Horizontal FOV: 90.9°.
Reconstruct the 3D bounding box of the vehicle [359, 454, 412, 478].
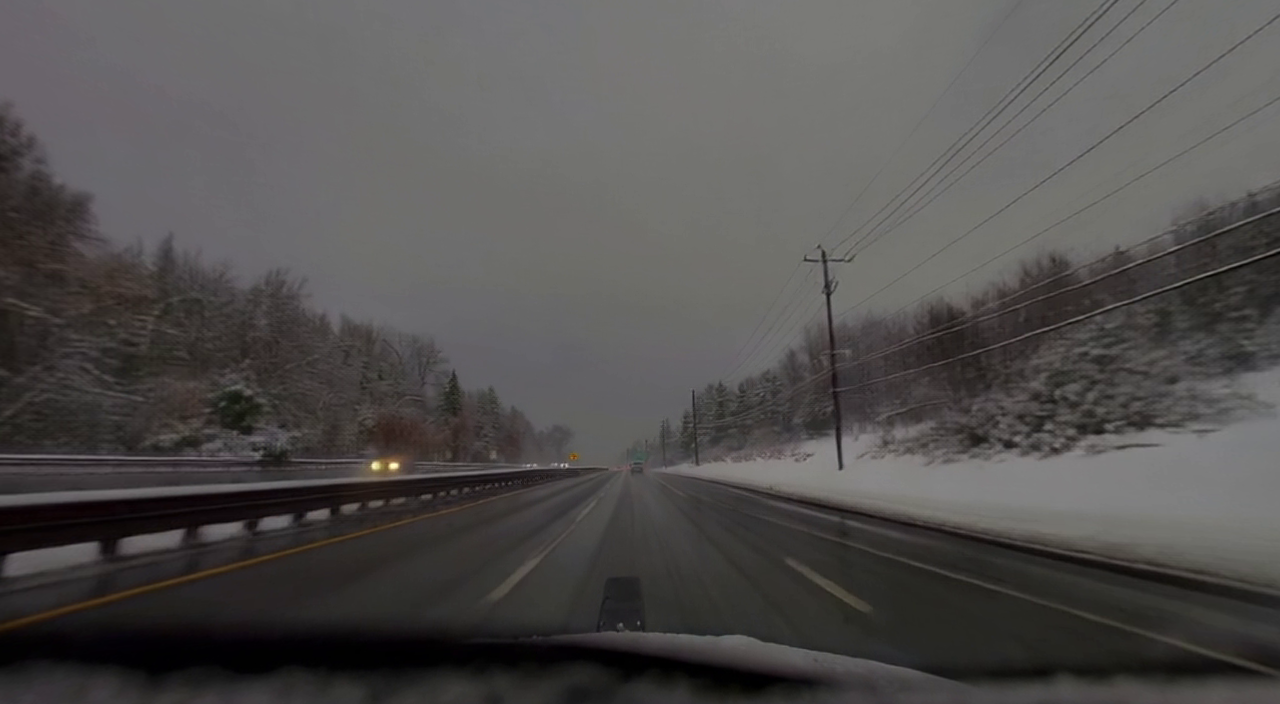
[{"bbox_3d":[-16.660,7.510,41.459,1.859,1.483,3.979,1,-11,-1],"label":"vehicle"}]
